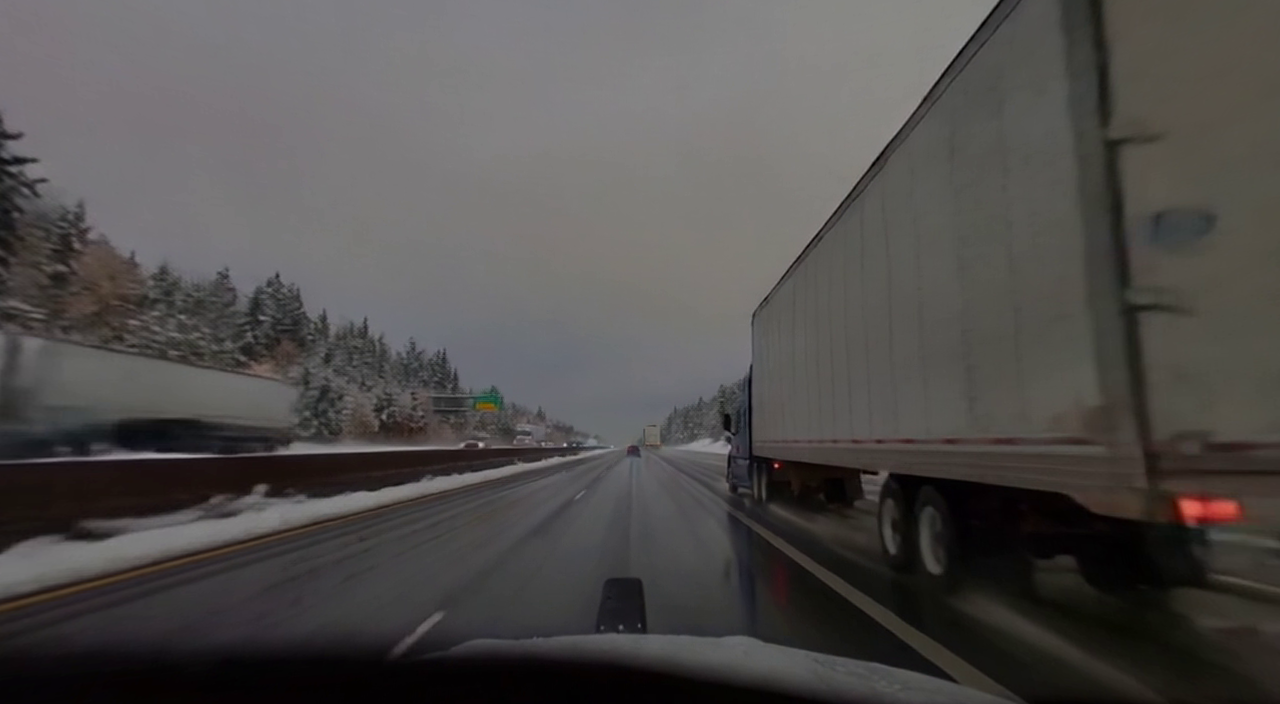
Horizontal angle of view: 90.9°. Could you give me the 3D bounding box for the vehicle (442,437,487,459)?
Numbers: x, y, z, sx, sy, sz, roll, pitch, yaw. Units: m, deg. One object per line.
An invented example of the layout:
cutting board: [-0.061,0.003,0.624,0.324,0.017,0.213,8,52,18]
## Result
vehicle: [-12.438,6.821,44.877,1.940,1.489,4.258,0,-9,0]

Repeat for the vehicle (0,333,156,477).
vehicle: [-15.406,1.227,14.327,2.626,3.136,7.570,0,-9,1]

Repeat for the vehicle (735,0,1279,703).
vehicle: [4.230,0.608,9.970,3.323,4.262,14.056,0,-9,0]
